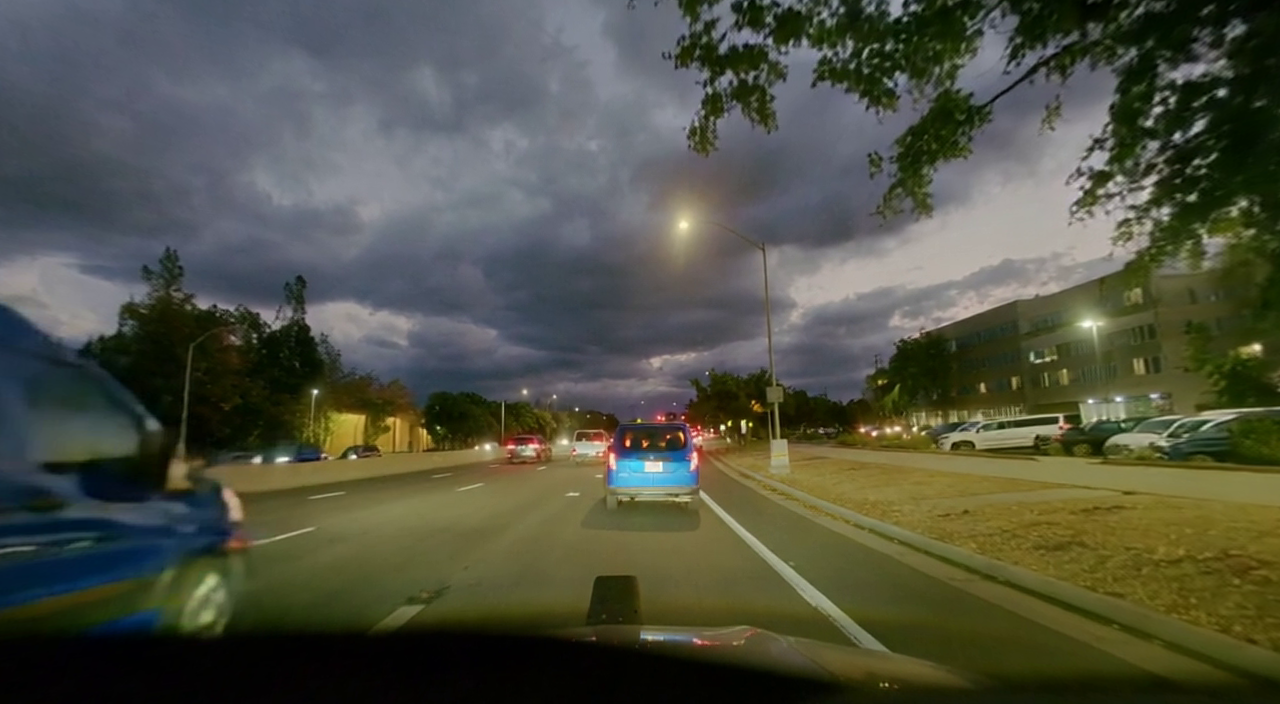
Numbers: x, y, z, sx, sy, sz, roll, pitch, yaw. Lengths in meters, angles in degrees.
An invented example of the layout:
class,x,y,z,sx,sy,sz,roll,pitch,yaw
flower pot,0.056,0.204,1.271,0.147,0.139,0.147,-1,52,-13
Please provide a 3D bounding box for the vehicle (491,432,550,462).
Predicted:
class,x,y,z,sx,sy,sz,roll,pitch,yaw
vehicle,-7.517,6.034,40.344,2.243,1.783,4.600,-2,-8,9

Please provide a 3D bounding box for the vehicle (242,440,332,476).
class,x,y,z,sx,sy,sz,roll,pitch,yaw
vehicle,-20.065,6.032,36.202,2.033,1.923,4.658,-1,-9,6

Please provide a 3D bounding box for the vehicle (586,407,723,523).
class,x,y,z,sx,sy,sz,roll,pitch,yaw
vehicle,0.297,2.111,12.234,2.173,1.830,4.189,0,-8,2

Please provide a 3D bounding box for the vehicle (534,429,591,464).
class,x,y,z,sx,sy,sz,roll,pitch,yaw
vehicle,-4.478,5.621,37.523,2.154,1.902,4.735,-1,-9,8

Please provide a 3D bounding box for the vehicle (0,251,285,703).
class,x,y,z,sx,sy,sz,roll,pitch,yaw
vehicle,-3.717,0.523,1.510,2.486,2.074,5.456,0,-8,1
